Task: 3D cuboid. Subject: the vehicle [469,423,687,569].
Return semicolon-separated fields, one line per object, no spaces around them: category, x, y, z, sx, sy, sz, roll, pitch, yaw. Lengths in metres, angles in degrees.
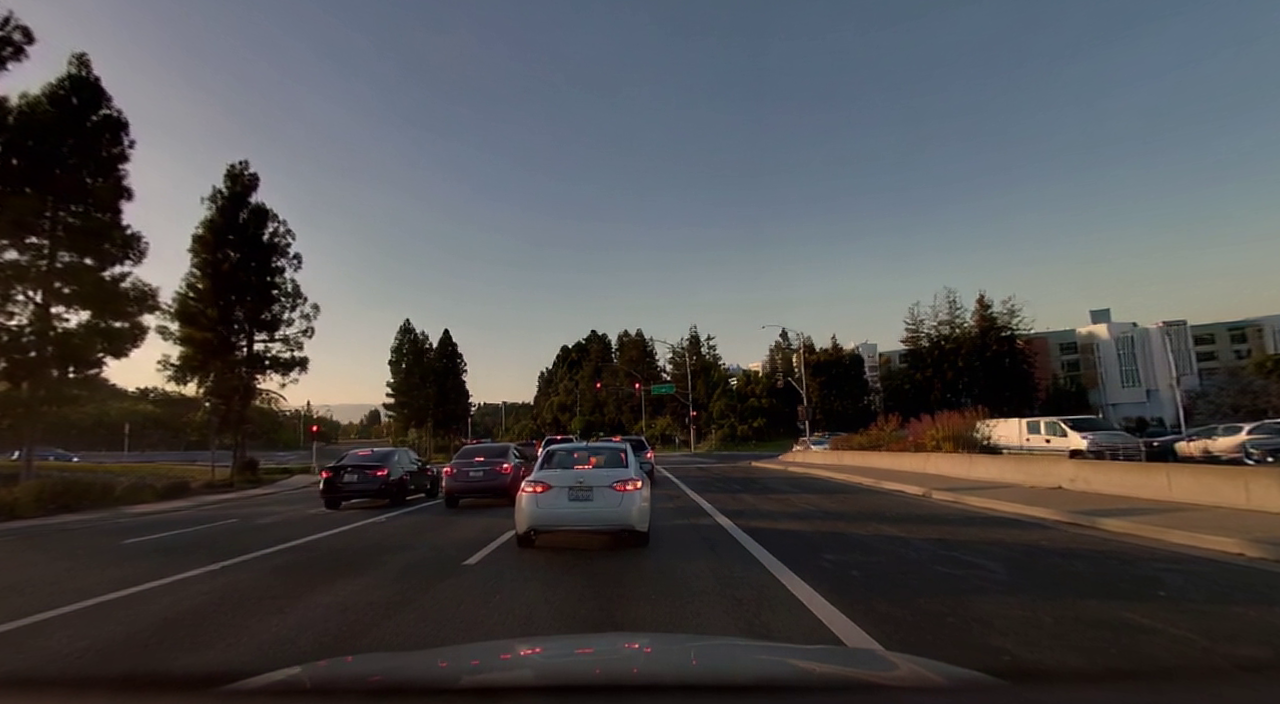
vehicle;-0.651;1.824;8.811;2.231;1.481;4.489;0;-8;0

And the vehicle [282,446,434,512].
vehicle;-7.025;3.165;16.368;1.852;1.458;4.422;0;-8;1
